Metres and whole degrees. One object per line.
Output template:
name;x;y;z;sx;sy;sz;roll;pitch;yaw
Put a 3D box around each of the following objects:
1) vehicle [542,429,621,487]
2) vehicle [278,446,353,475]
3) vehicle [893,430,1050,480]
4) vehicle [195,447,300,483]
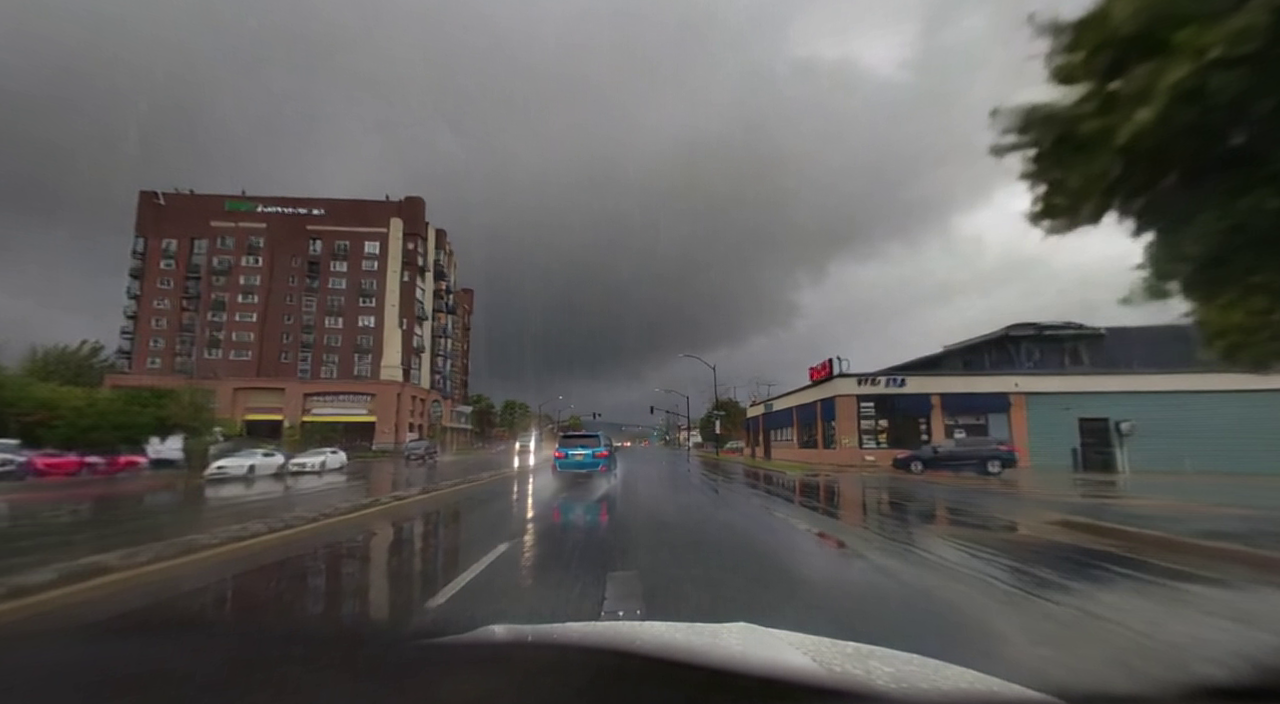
vehicle;-1.807;3.440;20.695;2.080;1.722;3.766;0;-8;2
vehicle;-17.764;5.933;34.720;1.840;1.508;4.376;0;-8;-1
vehicle;14.827;4.640;28.653;2.589;1.989;5.779;4;-9;-26
vehicle;-17.806;5.101;28.865;1.852;1.481;4.660;0;-8;-1
